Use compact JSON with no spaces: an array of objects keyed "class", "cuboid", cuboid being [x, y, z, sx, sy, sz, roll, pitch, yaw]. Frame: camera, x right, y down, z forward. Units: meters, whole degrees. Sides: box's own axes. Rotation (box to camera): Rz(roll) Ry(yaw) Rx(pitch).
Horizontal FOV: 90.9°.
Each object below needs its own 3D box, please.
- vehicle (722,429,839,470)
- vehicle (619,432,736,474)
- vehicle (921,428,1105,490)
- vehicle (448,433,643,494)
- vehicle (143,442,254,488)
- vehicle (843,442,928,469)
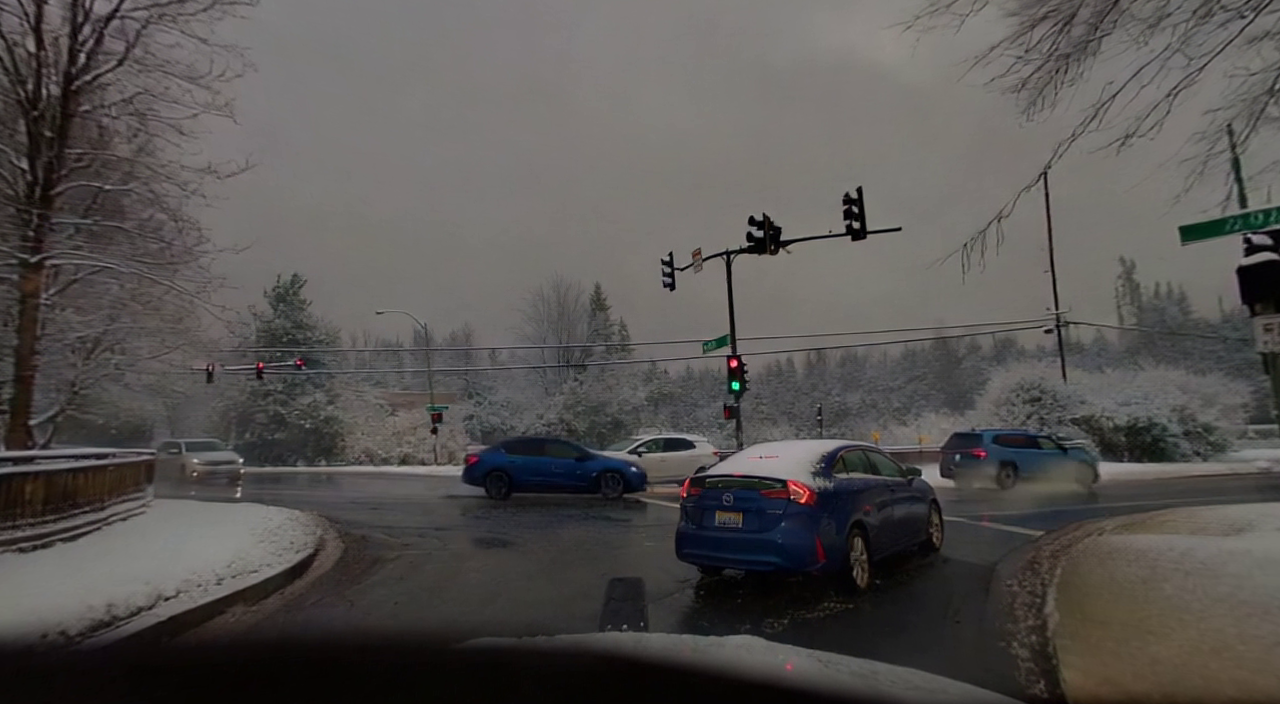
[{"class":"vehicle","cuboid":[7.271,5.057,32.534,5.791,1.964,2.199,5,-10,-26]},{"class":"vehicle","cuboid":[1.562,4.143,26.016,4.483,1.589,1.852,4,-9,-26]},{"class":"vehicle","cuboid":[12.318,3.473,20.825,5.332,1.807,2.450,4,-9,-24]},{"class":"vehicle","cuboid":[-2.401,2.960,16.892,4.826,1.484,2.000,-1,-8,5]},{"class":"vehicle","cuboid":[-15.804,3.946,22.468,4.589,1.462,1.953,-7,-11,39]},{"class":"vehicle","cuboid":[13.790,5.787,35.397,4.457,1.429,1.862,4,-9,-26]}]
